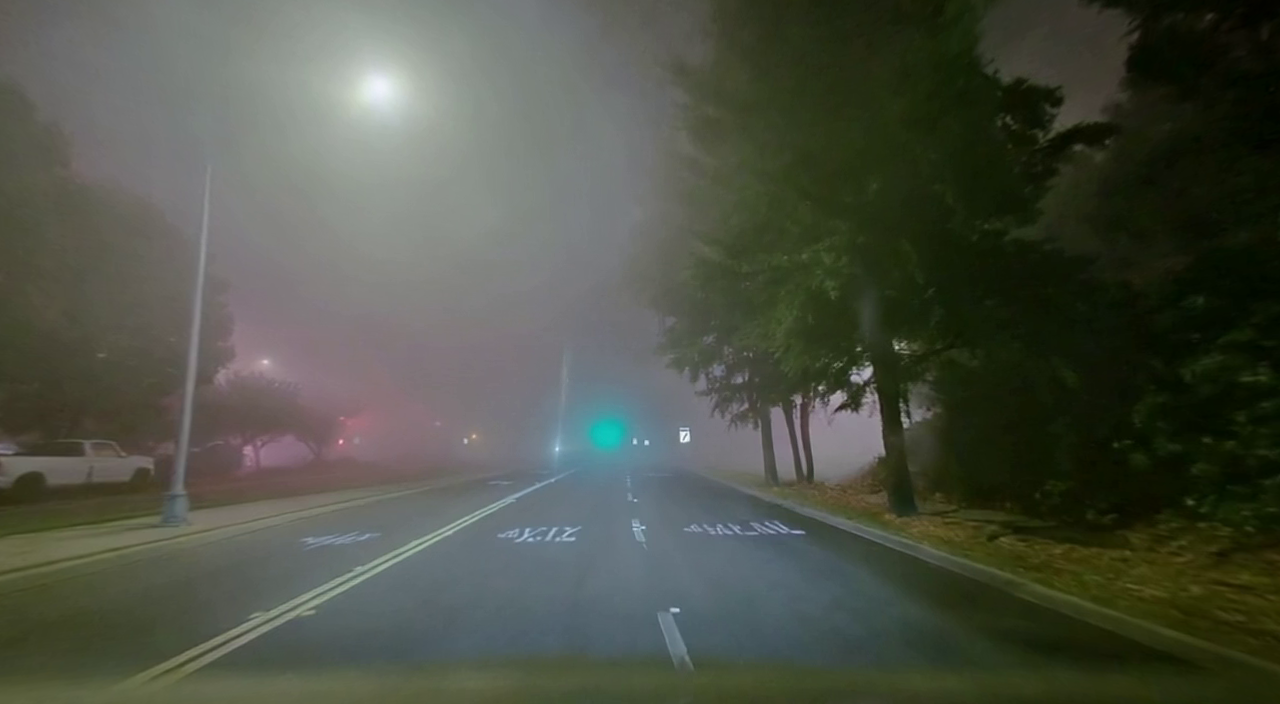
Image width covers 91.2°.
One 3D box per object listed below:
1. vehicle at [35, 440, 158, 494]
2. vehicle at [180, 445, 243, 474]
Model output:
[{"bbox_3d":[-16.227,3.381,18.679,3.673,1.454,1.687,-6,-10,32],"label":"vehicle"},{"bbox_3d":[-23.576,5.885,34.429,3.857,1.479,1.711,-7,-11,38],"label":"vehicle"}]
